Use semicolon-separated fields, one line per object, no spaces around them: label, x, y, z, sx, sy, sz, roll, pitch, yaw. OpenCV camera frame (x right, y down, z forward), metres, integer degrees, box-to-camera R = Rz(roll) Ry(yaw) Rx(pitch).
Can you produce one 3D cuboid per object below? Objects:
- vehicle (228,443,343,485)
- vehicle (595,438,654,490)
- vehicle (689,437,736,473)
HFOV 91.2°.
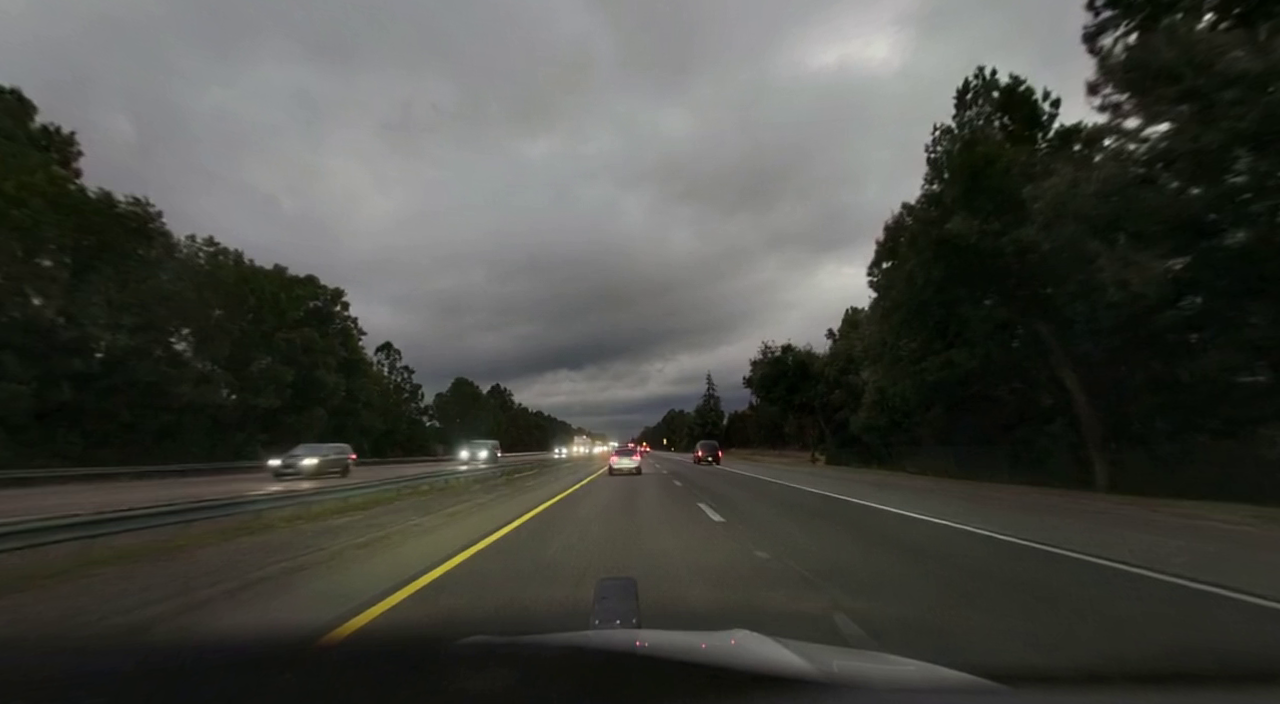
vehicle;-13.954;4.417;25.063;1.878;1.506;4.602;0;-9;0
vehicle;-0.510;4.065;23.120;1.963;1.711;4.284;0;-9;1
vehicle;4.200;6.058;36.993;2.179;1.930;4.538;0;-9;0
